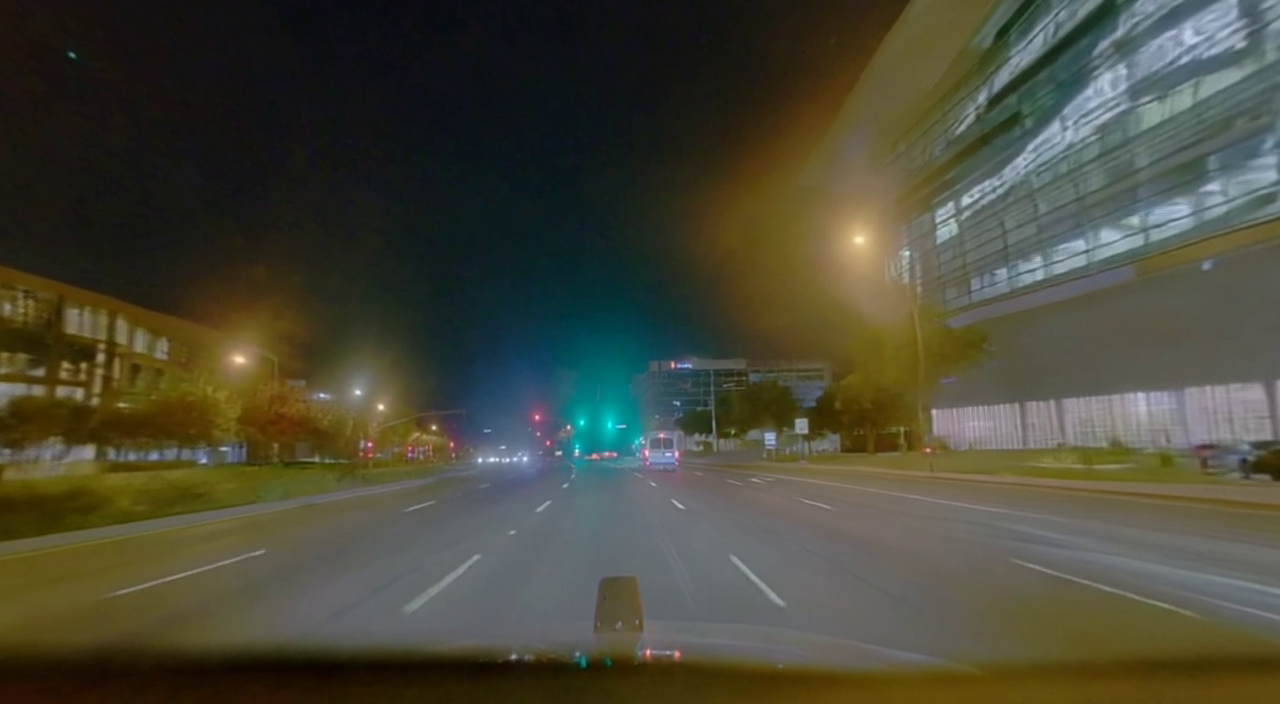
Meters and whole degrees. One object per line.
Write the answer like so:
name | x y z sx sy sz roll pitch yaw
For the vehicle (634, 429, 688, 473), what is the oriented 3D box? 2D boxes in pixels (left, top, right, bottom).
vehicle | 1.085 5.559 35.524 2.339 2.244 4.817 0 -8 -7

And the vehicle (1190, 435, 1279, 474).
vehicle | 25.028 4.130 25.592 3.554 1.382 1.723 -3 -8 1
